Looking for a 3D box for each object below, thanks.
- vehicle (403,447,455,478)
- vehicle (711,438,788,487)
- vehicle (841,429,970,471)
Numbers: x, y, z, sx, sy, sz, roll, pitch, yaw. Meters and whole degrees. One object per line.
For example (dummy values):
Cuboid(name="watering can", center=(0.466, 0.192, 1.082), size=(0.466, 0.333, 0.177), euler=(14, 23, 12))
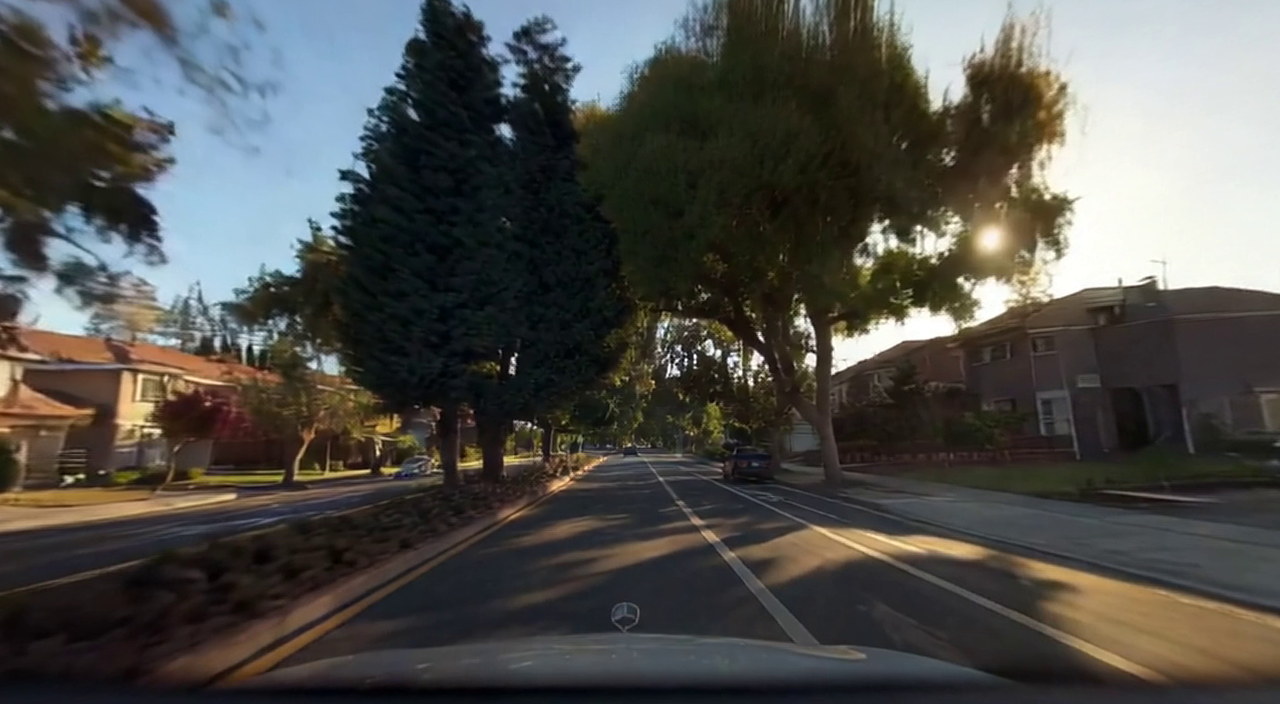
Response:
Cuboid(name="vehicle", center=(-13.537, 7.067, 40.815), size=(1.970, 1.677, 4.270), euler=(-1, -7, 0))
Cuboid(name="vehicle", center=(4.047, 4.161, 24.212), size=(2.045, 1.677, 4.509), euler=(0, -8, -1))
Cuboid(name="vehicle", center=(11.806, 4.374, 28.341), size=(4.860, 1.772, 2.007), euler=(0, -8, -3))
